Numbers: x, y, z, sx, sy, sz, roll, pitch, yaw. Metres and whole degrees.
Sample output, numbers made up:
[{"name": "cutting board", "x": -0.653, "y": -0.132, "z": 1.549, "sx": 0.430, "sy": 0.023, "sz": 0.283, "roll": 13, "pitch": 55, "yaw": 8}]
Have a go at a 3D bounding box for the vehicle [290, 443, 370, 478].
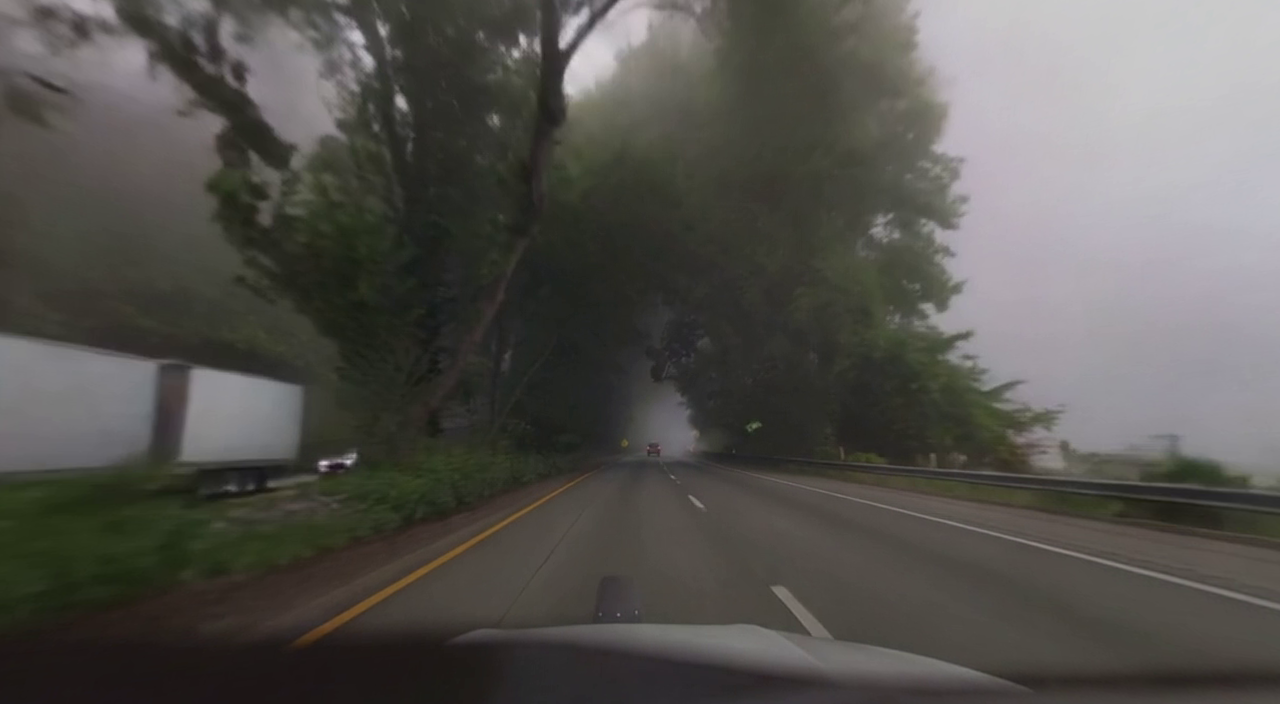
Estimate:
[{"name": "vehicle", "x": -16.729, "y": 5.863, "z": 34.278, "sx": 1.970, "sy": 1.694, "sz": 4.610, "roll": 0, "pitch": -8, "yaw": 1}]
